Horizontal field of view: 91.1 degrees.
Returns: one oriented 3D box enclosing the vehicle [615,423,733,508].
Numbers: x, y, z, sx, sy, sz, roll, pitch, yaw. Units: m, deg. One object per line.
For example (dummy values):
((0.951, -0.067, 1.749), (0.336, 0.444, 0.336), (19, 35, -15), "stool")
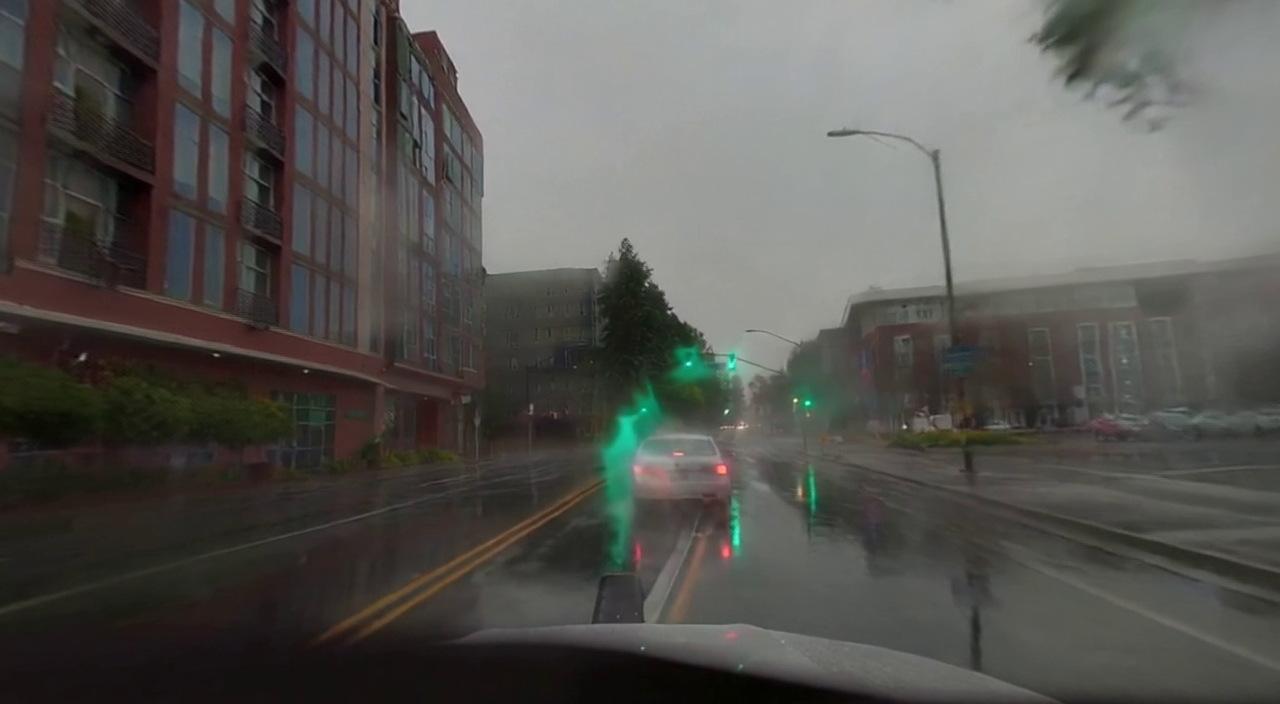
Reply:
((0.658, 2.172, 12.610), (1.950, 1.401, 4.159), (0, -8, 3), "vehicle")
